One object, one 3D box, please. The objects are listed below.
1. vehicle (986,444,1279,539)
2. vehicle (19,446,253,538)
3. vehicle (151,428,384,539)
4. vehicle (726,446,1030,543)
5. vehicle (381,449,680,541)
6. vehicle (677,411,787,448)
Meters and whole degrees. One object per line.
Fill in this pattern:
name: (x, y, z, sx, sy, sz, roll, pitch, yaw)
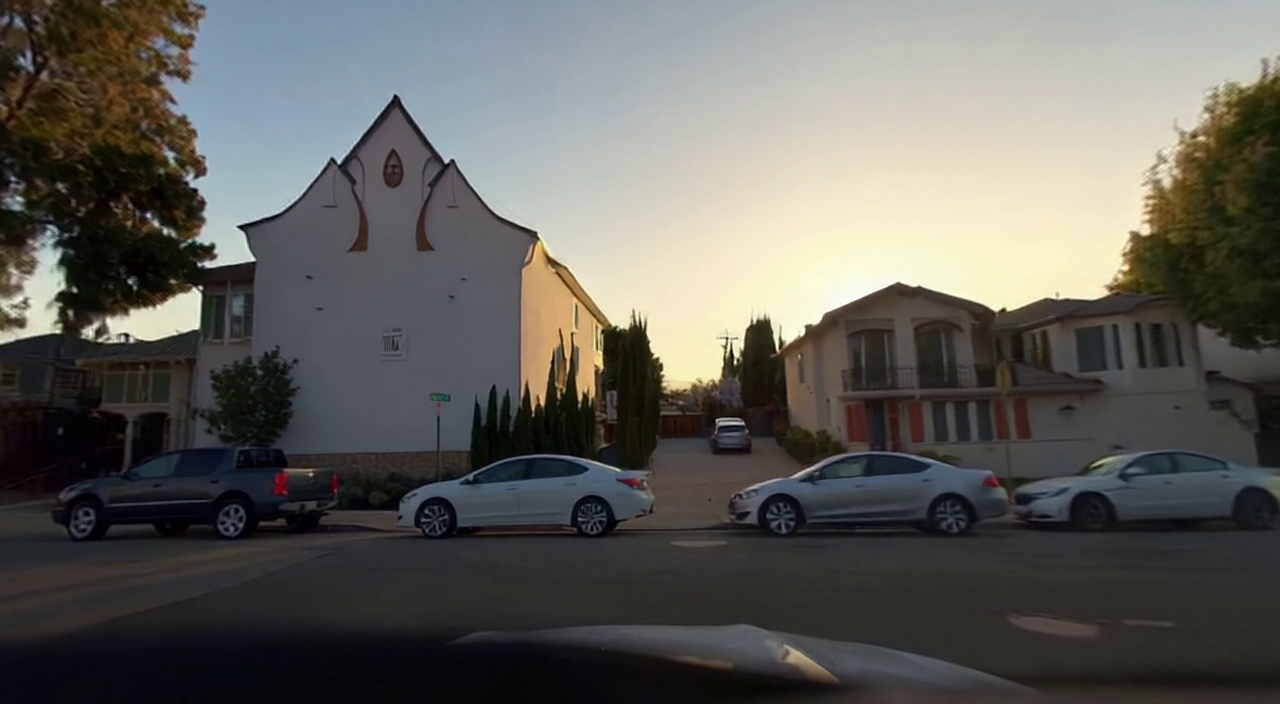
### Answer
vehicle: (9.088, 2.420, 11.206, 4.785, 1.471, 1.798, 1, -8, -1)
vehicle: (-10.713, 2.940, 13.870, 1.827, 1.648, 4.030, 0, -8, -1)
vehicle: (-7.729, 2.705, 13.782, 2.046, 1.969, 4.585, -1, -8, 4)
vehicle: (3.943, 2.445, 11.149, 4.663, 1.452, 1.801, 0, -8, 4)
vehicle: (-1.823, 2.556, 11.615, 5.075, 1.436, 1.863, 0, -8, 3)
vehicle: (3.967, 3.413, 27.601, 4.565, 1.479, 1.775, 1, -8, 1)
